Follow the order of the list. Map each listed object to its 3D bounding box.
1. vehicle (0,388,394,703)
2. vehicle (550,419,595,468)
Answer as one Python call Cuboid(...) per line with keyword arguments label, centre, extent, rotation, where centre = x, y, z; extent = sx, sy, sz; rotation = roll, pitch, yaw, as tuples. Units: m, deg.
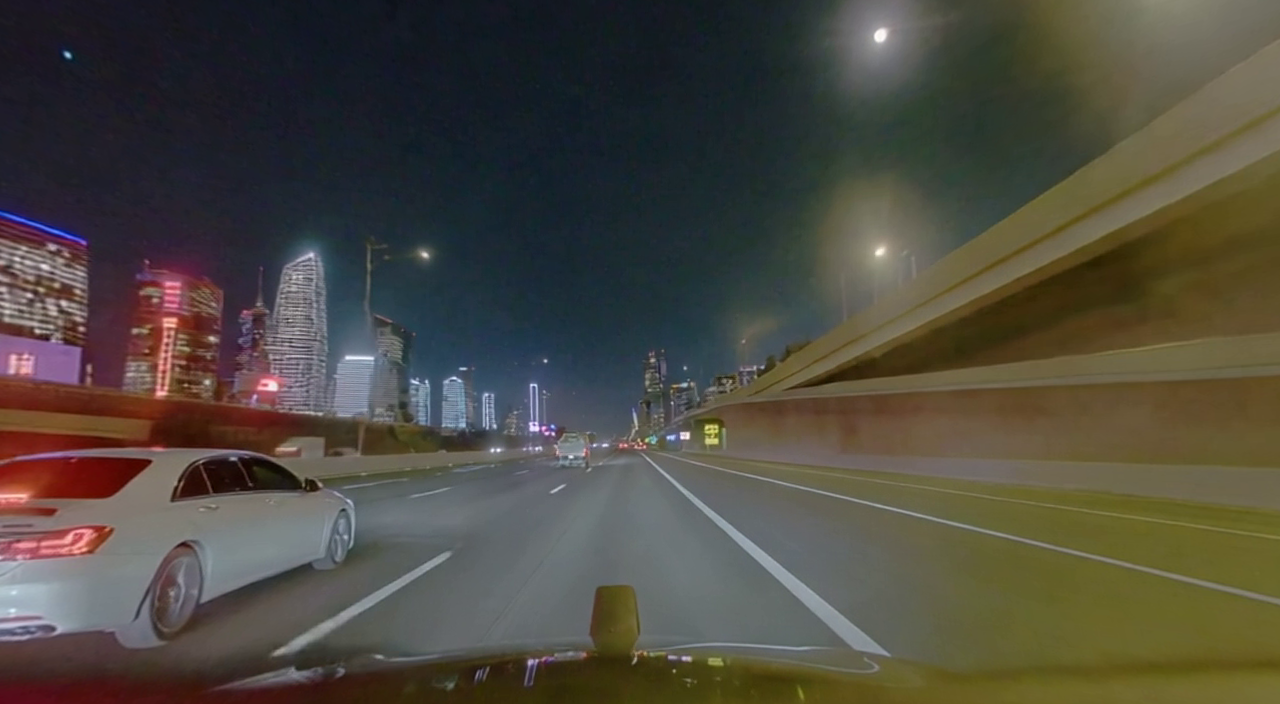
Cuboid(label="vehicle", centre=(-3.864, 1.270, 4.948), extent=(2.025, 1.556, 4.594), rotation=(0, -8, 0))
Cuboid(label="vehicle", centre=(-4.357, 6.120, 42.139), extent=(2.364, 2.953, 6.732), rotation=(0, -8, -1))
